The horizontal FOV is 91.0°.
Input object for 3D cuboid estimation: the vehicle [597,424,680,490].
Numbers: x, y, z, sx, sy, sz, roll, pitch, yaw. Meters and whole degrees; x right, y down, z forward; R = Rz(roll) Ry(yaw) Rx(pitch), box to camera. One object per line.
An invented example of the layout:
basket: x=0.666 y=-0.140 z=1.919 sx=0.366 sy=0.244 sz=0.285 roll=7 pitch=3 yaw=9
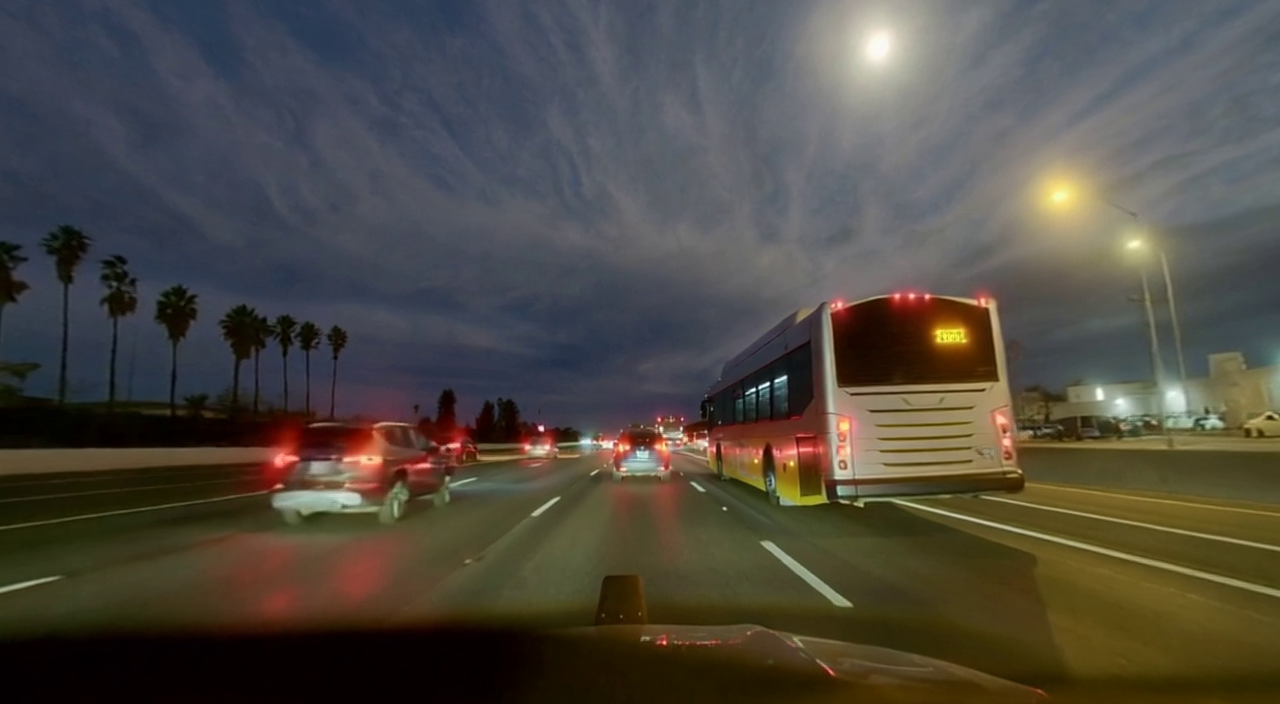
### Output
vehicle: x=-0.007 y=3.203 z=19.425 sx=2.268 sy=1.796 sz=4.280 roll=0 pitch=-9 yaw=1

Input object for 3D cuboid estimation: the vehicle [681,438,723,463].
vehicle: x=3.815 y=6.205 z=39.671 sx=2.039 sy=1.516 sz=4.521 roll=0 pitch=-9 yaw=-2

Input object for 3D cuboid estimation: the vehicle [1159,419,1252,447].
vehicle: x=32.140 y=4.690 z=35.948 sx=1.795 sy=1.481 sz=3.986 roll=-1 pitch=-9 yaw=4

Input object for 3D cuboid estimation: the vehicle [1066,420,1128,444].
vehicle: x=33.438 y=5.916 z=46.214 sx=1.859 sy=1.638 sz=4.161 roll=-1 pitch=-9 yaw=8

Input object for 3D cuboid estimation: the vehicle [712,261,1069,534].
vehicle: x=4.049 y=1.636 z=15.422 sx=3.020 sy=3.622 sz=14.302 roll=0 pitch=-9 yaw=0

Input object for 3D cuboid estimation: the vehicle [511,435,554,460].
vehicle: x=-7.850 y=7.078 z=46.479 sx=2.291 sy=1.729 sz=4.879 roll=0 pitch=-9 yaw=1

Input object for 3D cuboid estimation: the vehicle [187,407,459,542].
vehicle: x=-4.901 y=1.991 z=10.795 sx=2.100 sy=1.765 sz=4.743 roll=0 pitch=-9 yaw=1
